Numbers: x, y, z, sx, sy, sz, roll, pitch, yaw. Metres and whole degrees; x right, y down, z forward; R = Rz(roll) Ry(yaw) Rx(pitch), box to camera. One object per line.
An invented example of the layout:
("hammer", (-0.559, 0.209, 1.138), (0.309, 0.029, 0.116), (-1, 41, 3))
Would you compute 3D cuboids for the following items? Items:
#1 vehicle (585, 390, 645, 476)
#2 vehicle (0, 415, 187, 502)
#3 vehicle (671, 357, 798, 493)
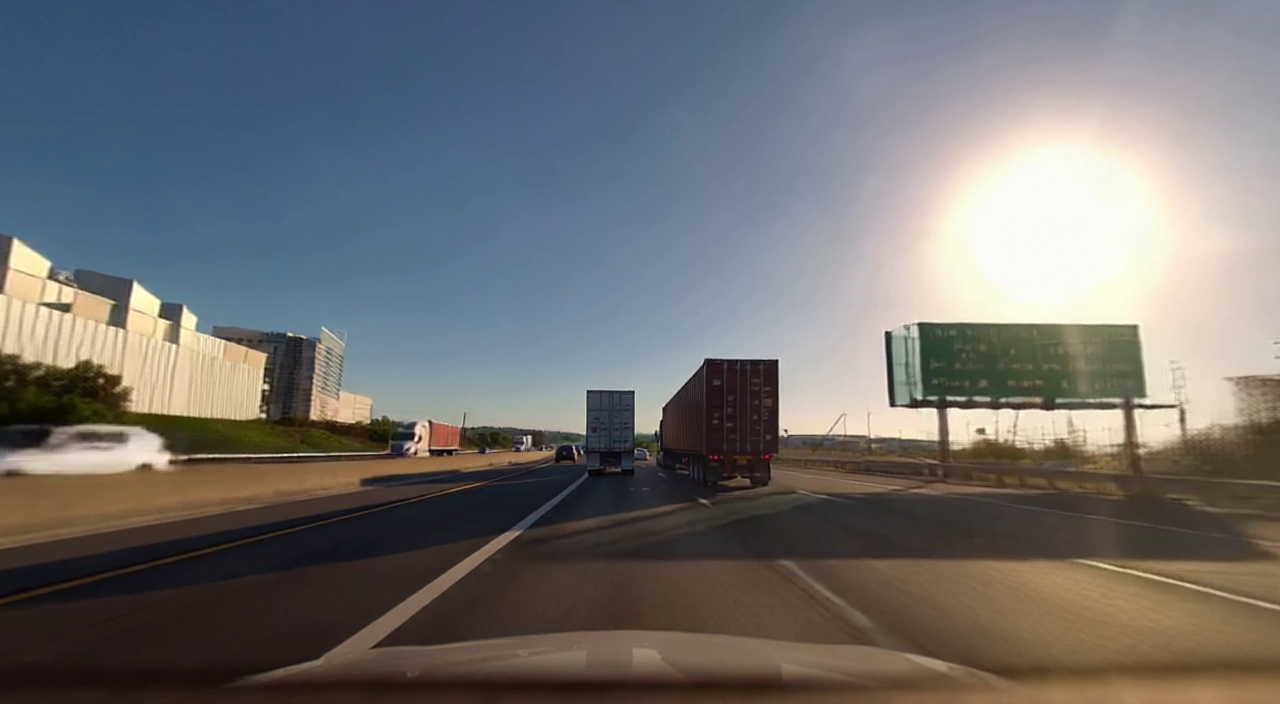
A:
("vehicle", (-1.319, 4.782, 36.408), (2.841, 4.071, 12.046), (0, -8, -1))
("vehicle", (-12.725, 2.335, 14.069), (1.968, 1.601, 4.575), (0, -9, -1))
("vehicle", (3.150, 3.125, 25.414), (2.803, 4.072, 12.744), (0, -9, -1))
